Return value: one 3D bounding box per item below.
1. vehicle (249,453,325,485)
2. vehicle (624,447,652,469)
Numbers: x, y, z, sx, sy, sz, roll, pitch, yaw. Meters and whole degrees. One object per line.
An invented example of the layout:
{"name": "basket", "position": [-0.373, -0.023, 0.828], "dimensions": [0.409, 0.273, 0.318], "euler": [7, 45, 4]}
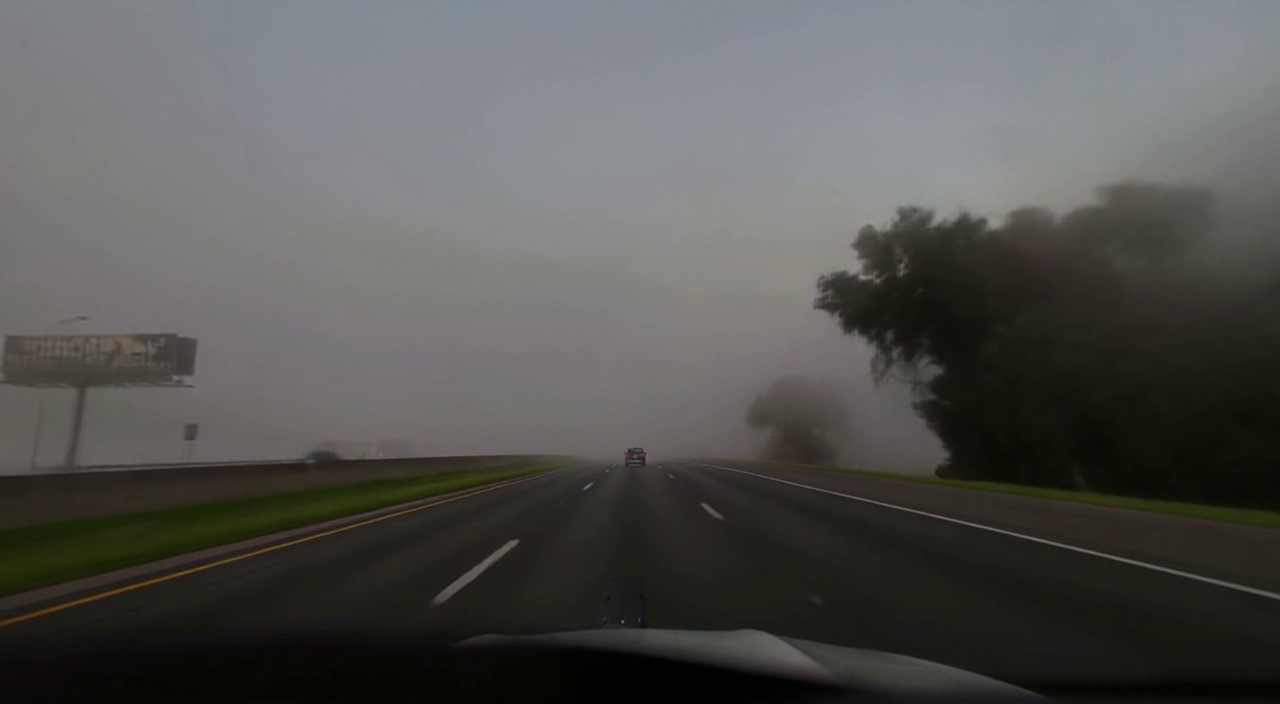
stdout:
{"name": "vehicle", "position": [-18.951, 6.272, 34.022], "dimensions": [1.807, 1.559, 3.952], "euler": [0, -9, -1]}
{"name": "vehicle", "position": [-0.154, 7.804, 46.397], "dimensions": [1.916, 1.494, 4.335], "euler": [0, -9, -1]}
